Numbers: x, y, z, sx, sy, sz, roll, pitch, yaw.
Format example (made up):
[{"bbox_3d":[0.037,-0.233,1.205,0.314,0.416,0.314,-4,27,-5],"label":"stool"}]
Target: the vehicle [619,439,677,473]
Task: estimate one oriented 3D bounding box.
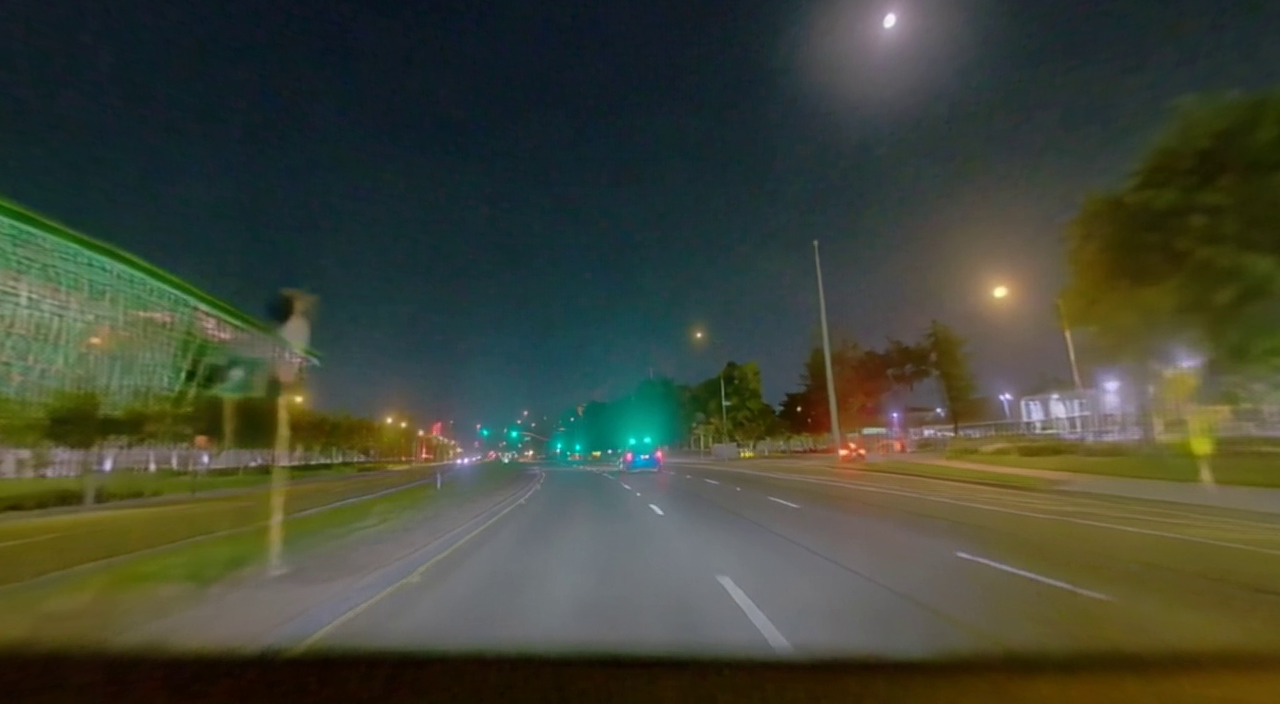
[{"bbox_3d":[0.339,5.318,32.533,2.165,1.633,4.381,1,-9,-10],"label":"vehicle"}]
